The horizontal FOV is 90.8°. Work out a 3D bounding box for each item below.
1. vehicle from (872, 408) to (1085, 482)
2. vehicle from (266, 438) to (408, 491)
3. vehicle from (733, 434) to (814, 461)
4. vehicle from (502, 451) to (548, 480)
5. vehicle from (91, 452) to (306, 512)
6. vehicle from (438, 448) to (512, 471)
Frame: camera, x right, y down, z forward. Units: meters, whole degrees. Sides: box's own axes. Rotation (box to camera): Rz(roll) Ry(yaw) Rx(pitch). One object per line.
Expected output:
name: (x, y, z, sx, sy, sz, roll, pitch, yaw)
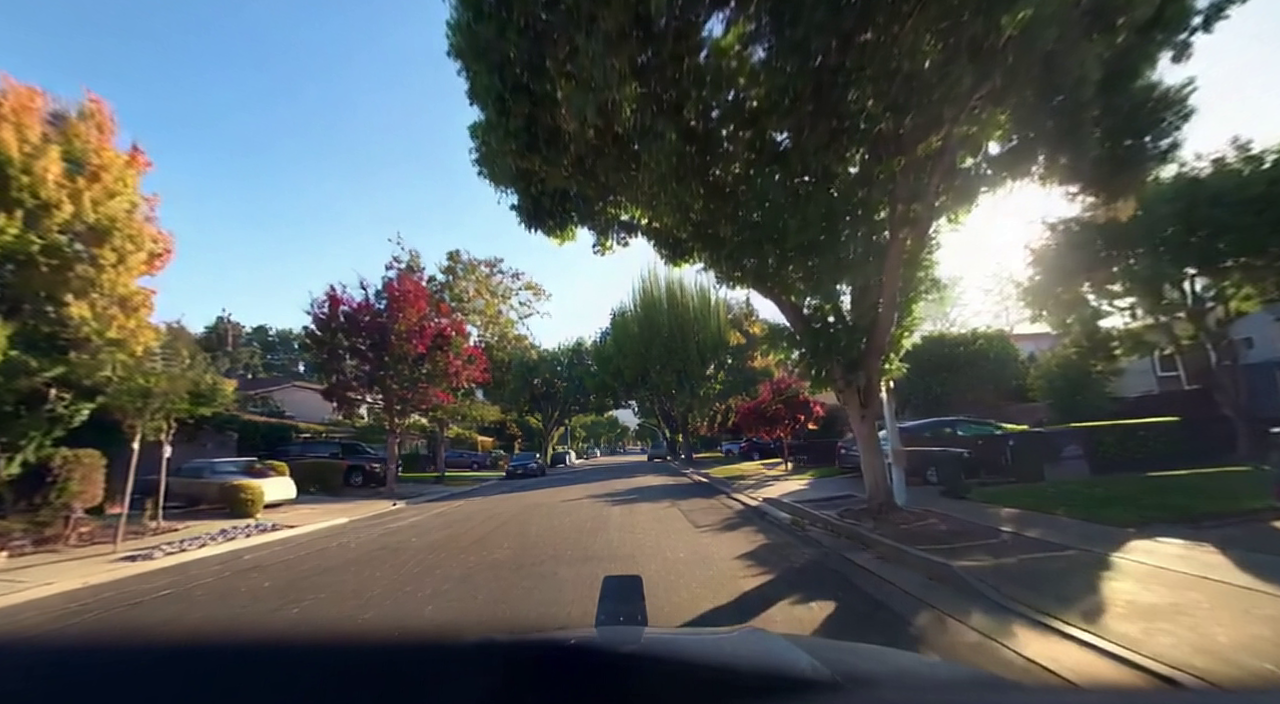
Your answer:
vehicle: (8.544, 2.373, 16.249, 4.334, 1.750, 1.900, 0, -8, -2)
vehicle: (-12.375, 4.590, 26.045, 4.753, 2.028, 2.079, 0, -8, 0)
vehicle: (8.390, 6.021, 39.946, 4.599, 1.652, 1.903, 0, -8, -3)
vehicle: (-6.329, 6.262, 35.113, 1.878, 1.496, 3.535, 0, -8, 0)
vehicle: (-12.069, 3.555, 17.526, 4.476, 1.476, 1.877, 0, -8, -2)
vehicle: (-12.218, 8.017, 47.064, 4.972, 1.623, 1.884, 0, -8, -1)
